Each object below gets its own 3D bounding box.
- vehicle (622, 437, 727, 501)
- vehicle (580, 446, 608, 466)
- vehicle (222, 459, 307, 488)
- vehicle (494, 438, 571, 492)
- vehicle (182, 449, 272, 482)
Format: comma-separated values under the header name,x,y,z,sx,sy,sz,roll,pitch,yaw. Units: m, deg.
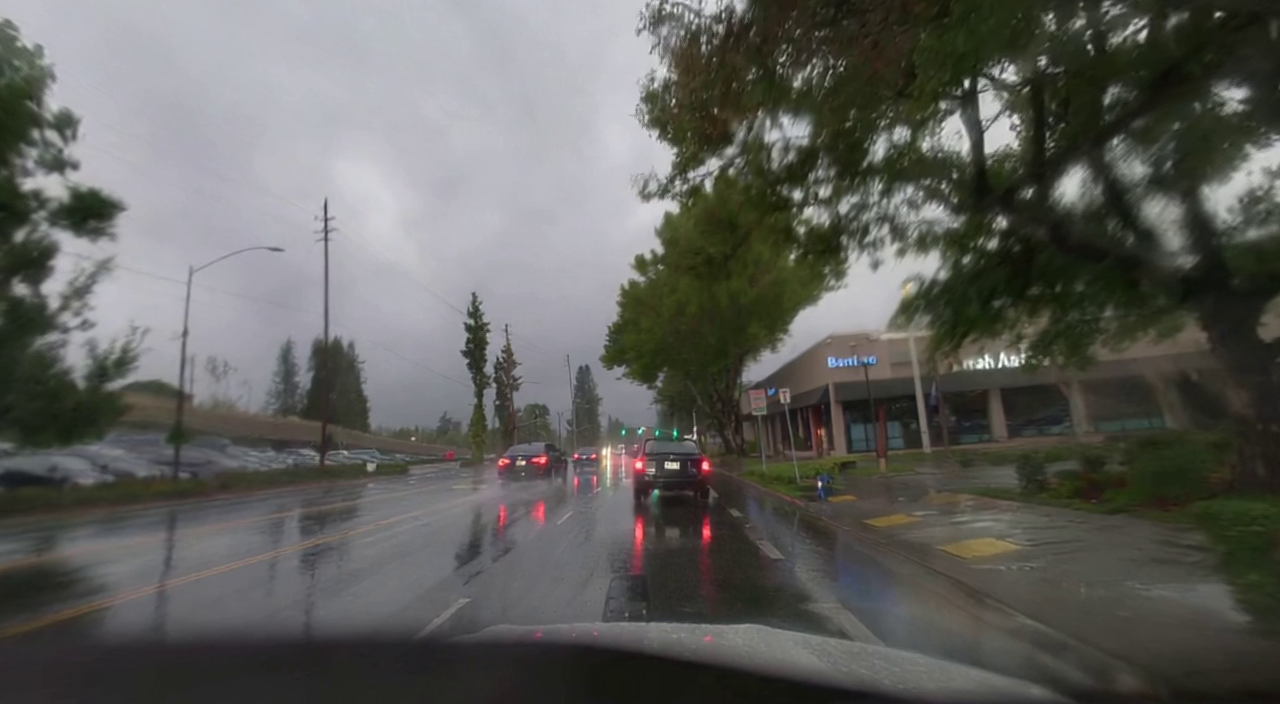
name,x,y,z,sx,sy,sz,roll,pitch,yaw
vehicle,0.829,3.290,18.242,2.108,1.612,4.246,2,-8,-10
vehicle,-3.576,8.192,49.682,1.951,1.516,3.684,0,-8,1
vehicle,-22.487,7.275,38.011,1.862,1.468,4.708,-1,-8,6
vehicle,-3.668,3.928,22.254,1.862,1.694,4.315,0,-8,1
vehicle,-28.451,7.800,43.479,4.703,2.084,2.143,-1,-8,5
